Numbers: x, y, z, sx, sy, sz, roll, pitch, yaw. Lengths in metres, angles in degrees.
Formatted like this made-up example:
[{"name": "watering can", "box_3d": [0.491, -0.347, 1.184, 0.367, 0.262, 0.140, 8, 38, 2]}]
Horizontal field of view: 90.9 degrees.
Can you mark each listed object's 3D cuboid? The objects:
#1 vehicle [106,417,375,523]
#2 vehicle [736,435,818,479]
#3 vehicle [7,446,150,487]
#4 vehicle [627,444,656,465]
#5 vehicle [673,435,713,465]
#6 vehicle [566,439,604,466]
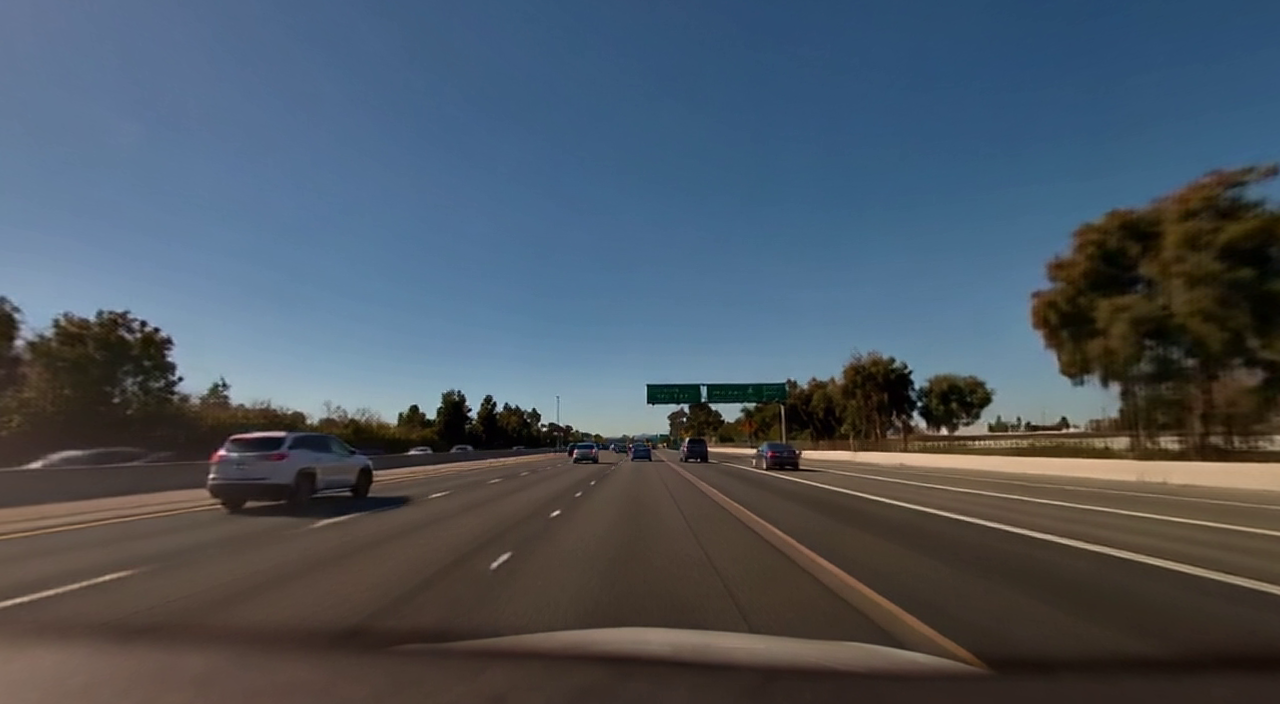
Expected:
[{"name": "vehicle", "box_3d": [-7.906, 2.395, 13.391, 2.199, 1.781, 5.271, 0, -8, 1]}, {"name": "vehicle", "box_3d": [5.598, 4.360, 26.428, 2.196, 1.659, 4.451, 0, -8, -3]}, {"name": "vehicle", "box_3d": [-22.617, 4.589, 25.662, 1.926, 1.487, 4.171, -1, -8, 1]}, {"name": "vehicle", "box_3d": [0.106, 7.553, 46.797, 2.050, 1.452, 3.917, 0, -8, 0]}, {"name": "vehicle", "box_3d": [3.680, 6.916, 44.690, 2.348, 1.991, 5.460, 0, -8, 0]}, {"name": "vehicle", "box_3d": [-3.790, 6.999, 44.044, 2.118, 1.750, 4.875, 0, -8, 1]}]
